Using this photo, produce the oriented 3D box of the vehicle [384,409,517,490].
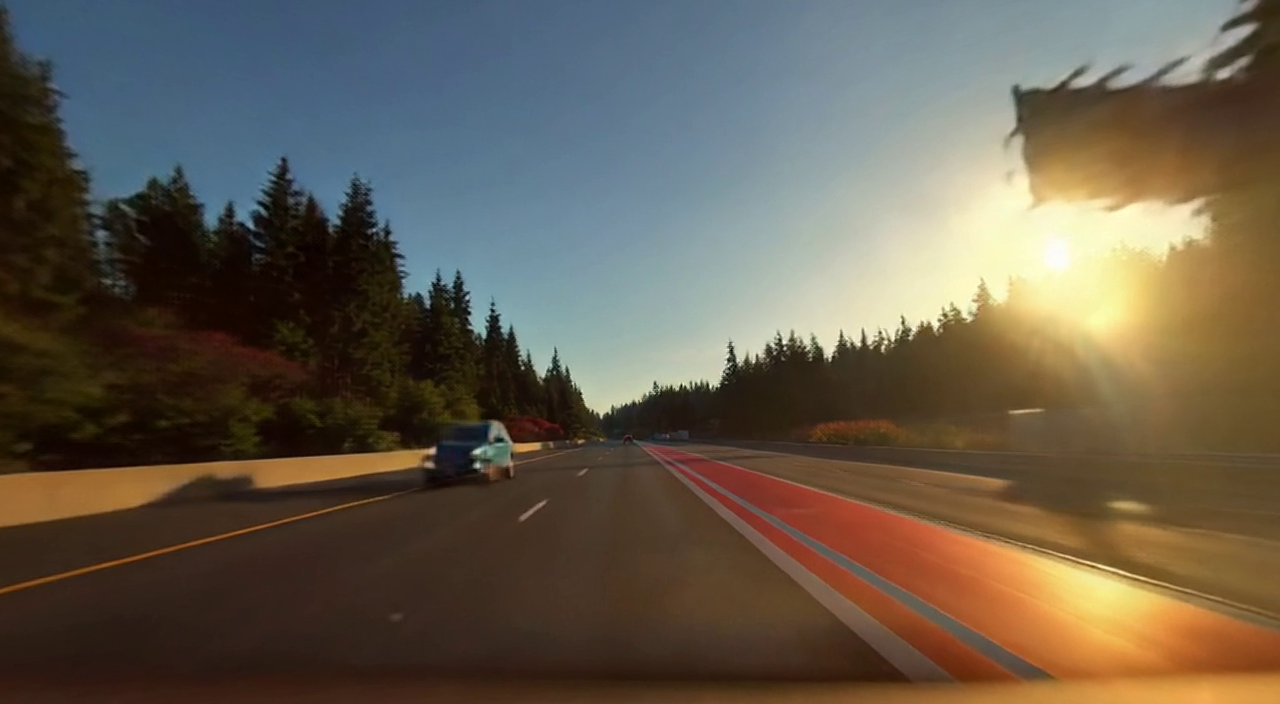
[{"bbox_3d":[-5.141,2.742,18.039,2.272,1.960,5.191,0,-8,-1],"label":"vehicle"}]
